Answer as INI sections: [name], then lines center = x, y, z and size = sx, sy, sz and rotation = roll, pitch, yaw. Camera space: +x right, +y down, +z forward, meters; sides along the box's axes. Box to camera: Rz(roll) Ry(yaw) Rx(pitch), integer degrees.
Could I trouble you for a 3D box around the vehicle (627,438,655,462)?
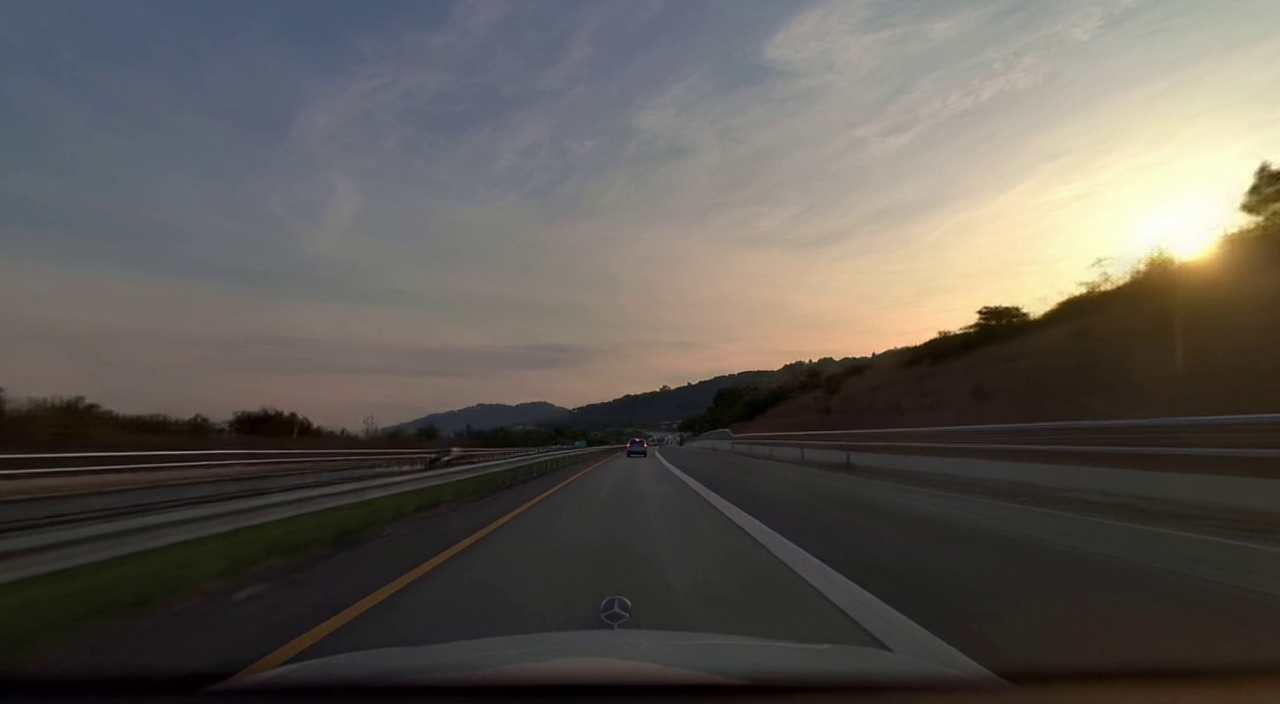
[vehicle]
center = 0.038, 7.384, 47.666
size = 2.059, 1.696, 4.165
rotation = 0, -8, -1
